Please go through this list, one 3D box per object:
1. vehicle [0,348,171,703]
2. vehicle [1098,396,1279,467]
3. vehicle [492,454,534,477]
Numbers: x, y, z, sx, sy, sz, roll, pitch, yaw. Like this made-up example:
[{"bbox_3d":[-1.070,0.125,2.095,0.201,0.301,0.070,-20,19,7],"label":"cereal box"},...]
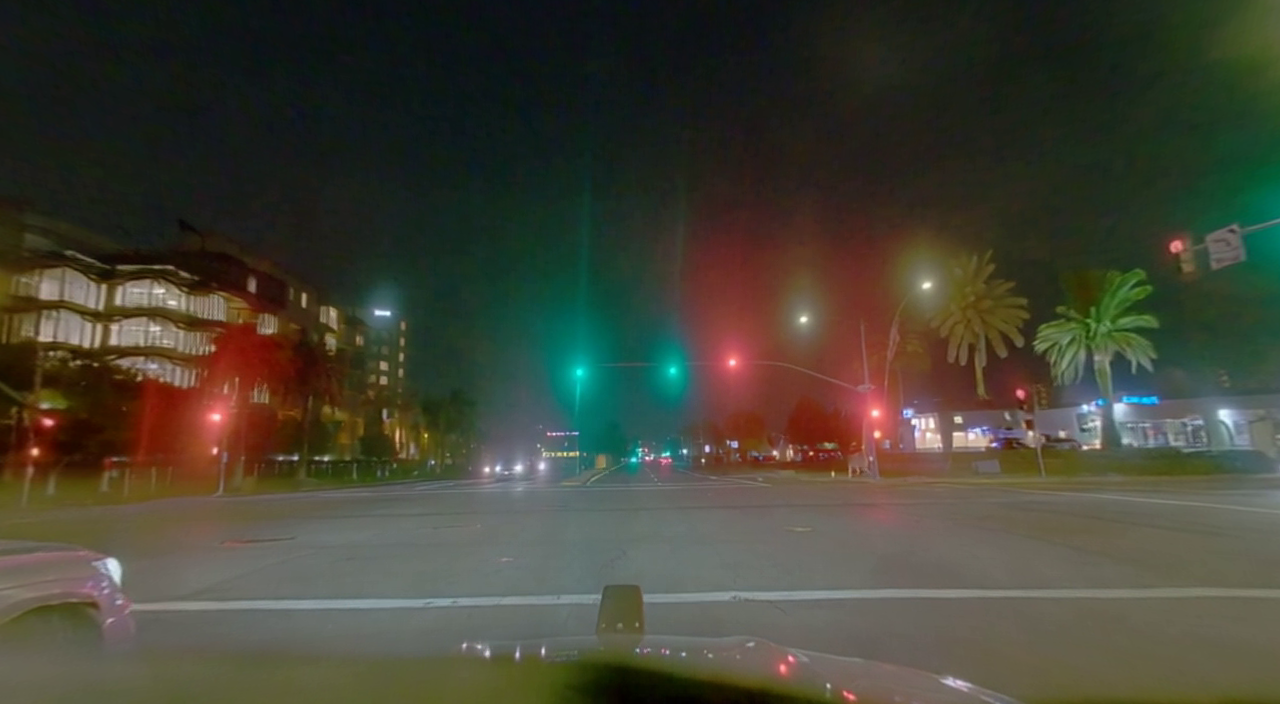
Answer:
[{"bbox_3d":[-3.477,0.613,0.925,2.026,1.723,4.832,0,-9,-3],"label":"vehicle"},{"bbox_3d":[32.586,4.794,37.345,2.863,3.609,10.252,0,-9,-3],"label":"vehicle"},{"bbox_3d":[-9.032,8.123,45.334,2.095,1.482,4.523,0,-9,0],"label":"vehicle"}]
